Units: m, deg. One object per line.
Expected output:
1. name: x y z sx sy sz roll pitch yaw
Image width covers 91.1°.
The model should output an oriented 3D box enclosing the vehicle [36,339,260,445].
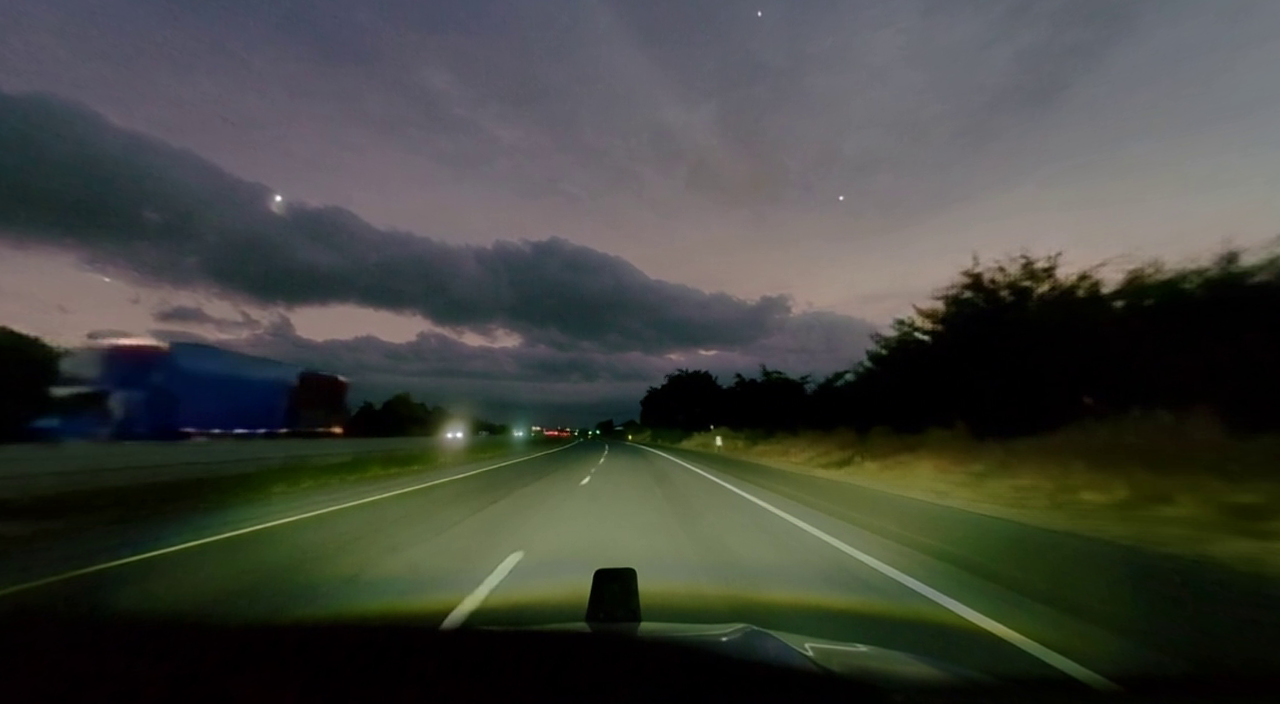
1. vehicle: -16.615 1.601 21.991 2.641 3.191 6.392 0 -8 -1
